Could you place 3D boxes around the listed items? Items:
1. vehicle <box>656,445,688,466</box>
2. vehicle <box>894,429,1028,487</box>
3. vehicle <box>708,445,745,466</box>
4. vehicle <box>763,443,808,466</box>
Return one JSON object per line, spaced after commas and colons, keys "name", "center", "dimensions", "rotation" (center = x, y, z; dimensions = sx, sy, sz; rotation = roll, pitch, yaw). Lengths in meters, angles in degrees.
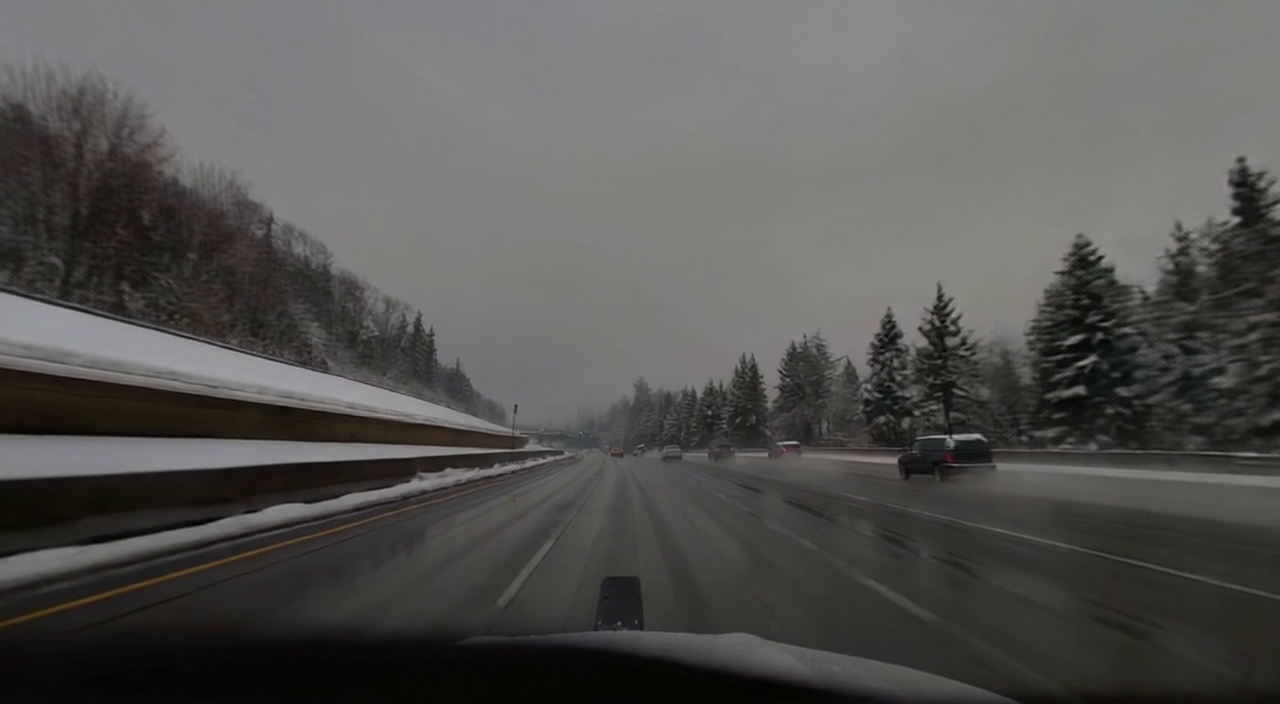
{"name": "vehicle", "center": [2.336, 7.703, 47.046], "dimensions": [1.934, 1.491, 3.982], "rotation": [0, -8, -3]}
{"name": "vehicle", "center": [10.701, 3.565, 21.478], "dimensions": [2.077, 1.763, 4.472], "rotation": [0, -8, -2]}
{"name": "vehicle", "center": [6.484, 7.772, 47.608], "dimensions": [1.904, 1.488, 4.299], "rotation": [0, -8, -3]}
{"name": "vehicle", "center": [10.294, 7.299, 44.839], "dimensions": [1.987, 1.546, 4.271], "rotation": [1, -8, -4]}
